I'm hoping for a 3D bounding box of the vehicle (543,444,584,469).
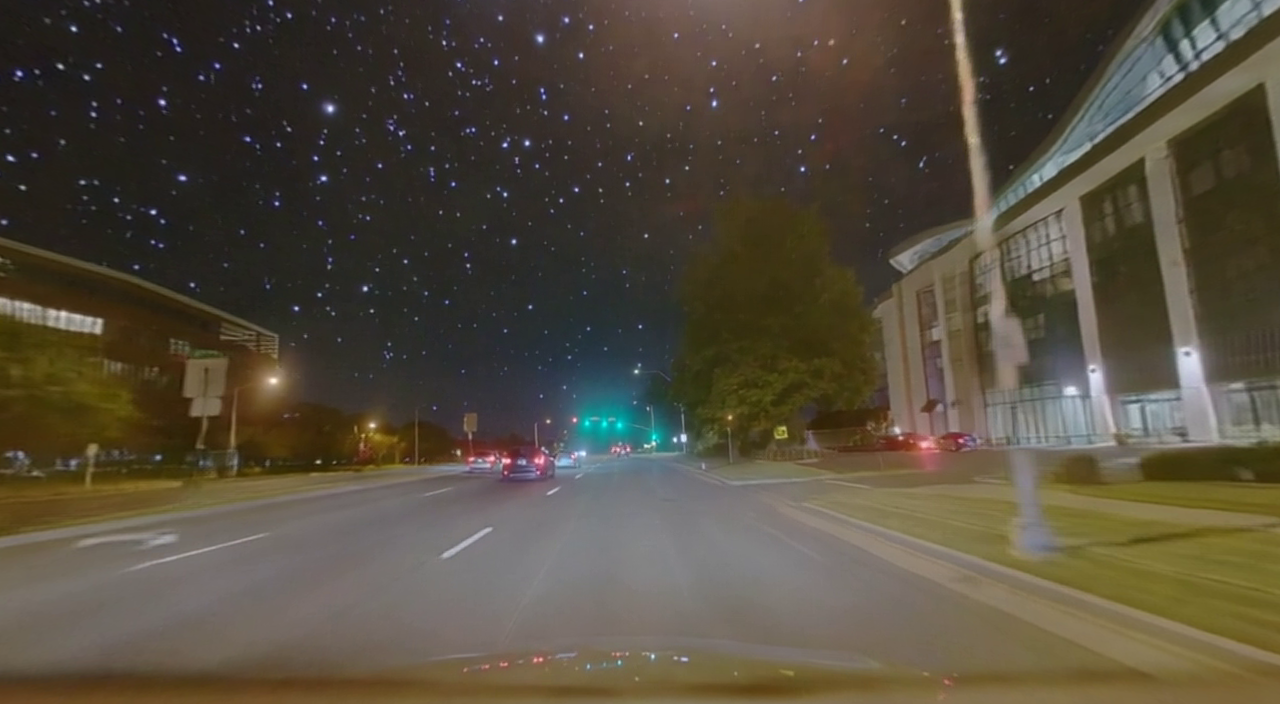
[{"bbox_3d":[-4.526,6.286,38.096,1.971,1.414,4.317,0,-8,-1],"label":"vehicle"}]

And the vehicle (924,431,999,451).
[{"bbox_3d":[24.410,6.775,48.067,4.614,1.464,1.856,0,-8,-1],"label":"vehicle"}]

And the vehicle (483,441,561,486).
[{"bbox_3d":[-4.241,4.061,23.456,2.011,1.483,4.596,0,-8,0],"label":"vehicle"}]

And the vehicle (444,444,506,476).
[{"bbox_3d":[-8.473,5.555,32.829,1.976,1.497,4.709,0,-8,0],"label":"vehicle"}]
